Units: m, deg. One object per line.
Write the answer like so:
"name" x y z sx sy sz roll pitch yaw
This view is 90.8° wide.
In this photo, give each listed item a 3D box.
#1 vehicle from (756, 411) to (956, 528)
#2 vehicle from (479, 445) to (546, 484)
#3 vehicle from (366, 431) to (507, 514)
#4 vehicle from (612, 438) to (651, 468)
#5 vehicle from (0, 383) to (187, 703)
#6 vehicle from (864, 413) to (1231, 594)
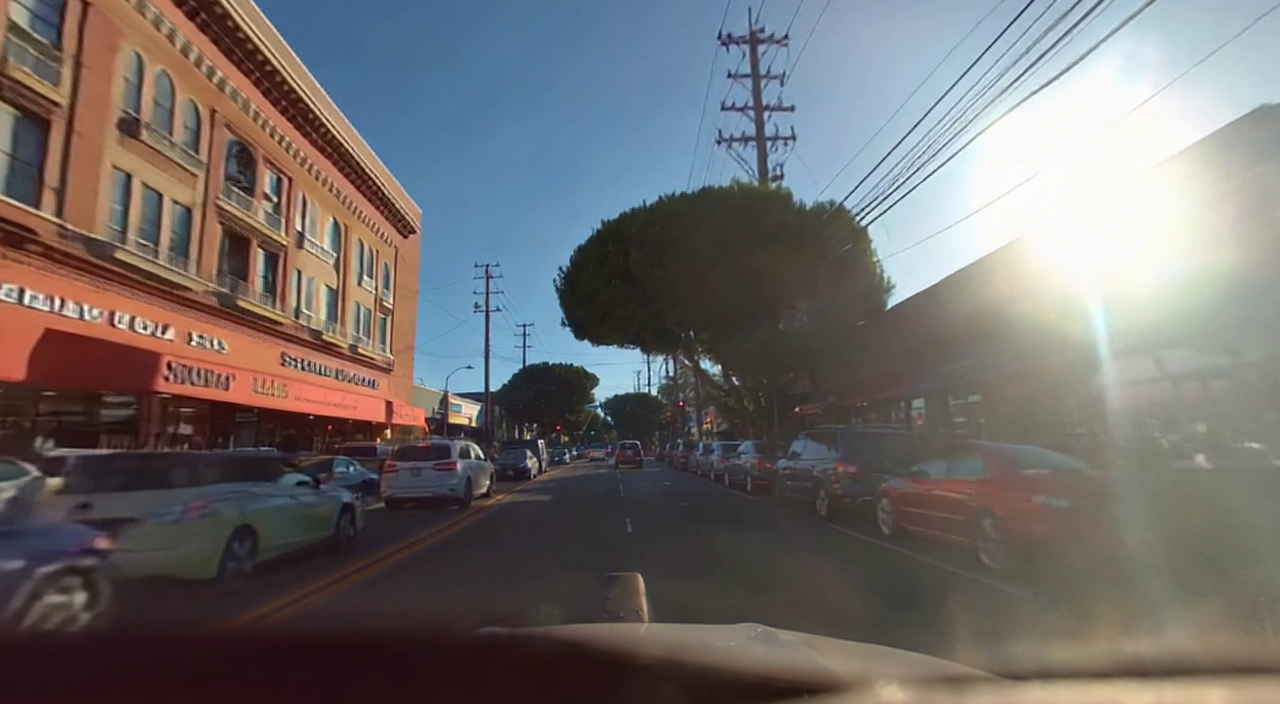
"vehicle" 4.211 2.401 13.506 2.243 1.992 5.087 0 -8 -3
"vehicle" -5.327 4.758 27.043 2.053 1.485 4.540 0 -8 -2
"vehicle" -5.111 3.079 16.781 2.341 1.825 4.924 0 -8 -3
"vehicle" -0.641 6.935 43.597 2.440 1.882 4.611 0 -8 -4
"vehicle" -4.477 0.896 2.134 2.343 1.788 5.038 0 -8 -3
"vehicle" 4.654 1.751 8.158 1.882 1.704 4.055 0 -8 -2
